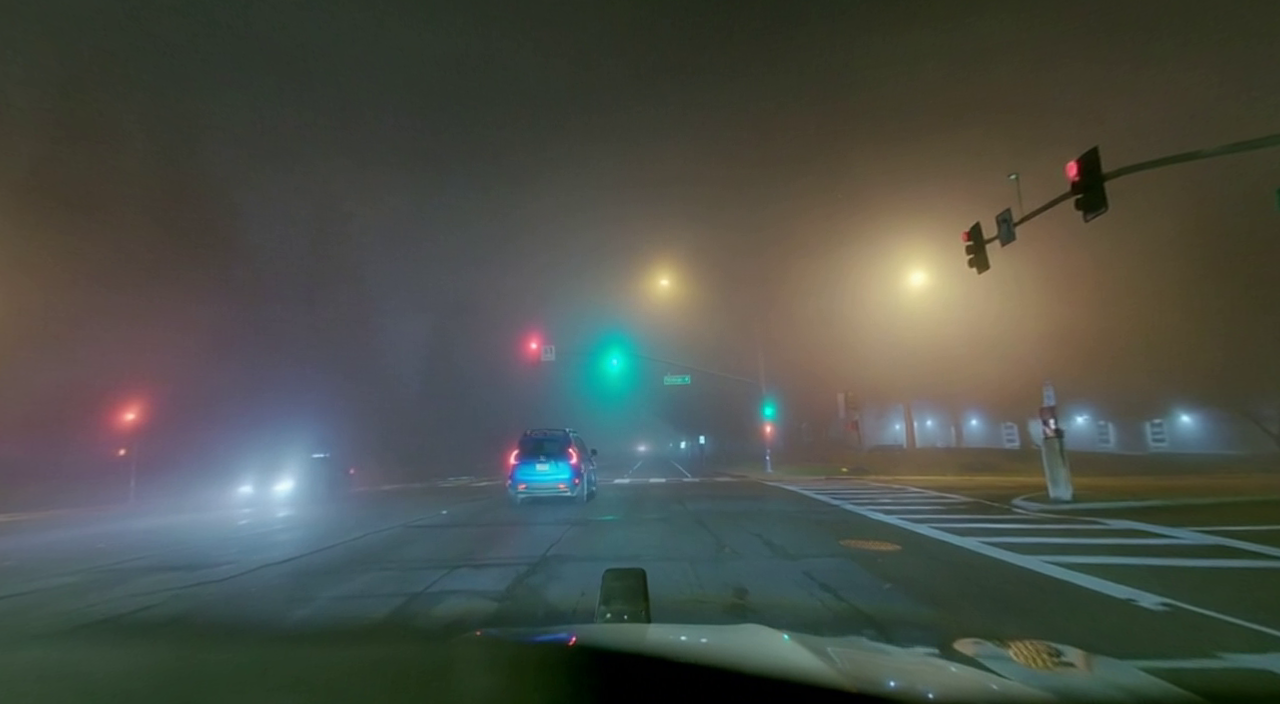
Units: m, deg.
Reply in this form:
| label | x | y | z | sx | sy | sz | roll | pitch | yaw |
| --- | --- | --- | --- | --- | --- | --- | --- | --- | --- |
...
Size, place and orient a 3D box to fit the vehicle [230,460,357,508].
| label | x | y | z | sx | sy | sz | roll | pitch | yaw |
| --- | --- | --- | --- | --- | --- | --- | --- | --- | --- |
| vehicle | -12.264 | 4.671 | 22.697 | 1.980 | 1.452 | 4.318 | -1 | -8 | 2 |

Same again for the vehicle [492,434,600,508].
| label | x | y | z | sx | sy | sz | roll | pitch | yaw |
| --- | --- | --- | --- | --- | --- | --- | --- | --- | --- |
| vehicle | -2.439 | 3.234 | 17.660 | 2.123 | 1.799 | 4.425 | -1 | -8 | 3 |
